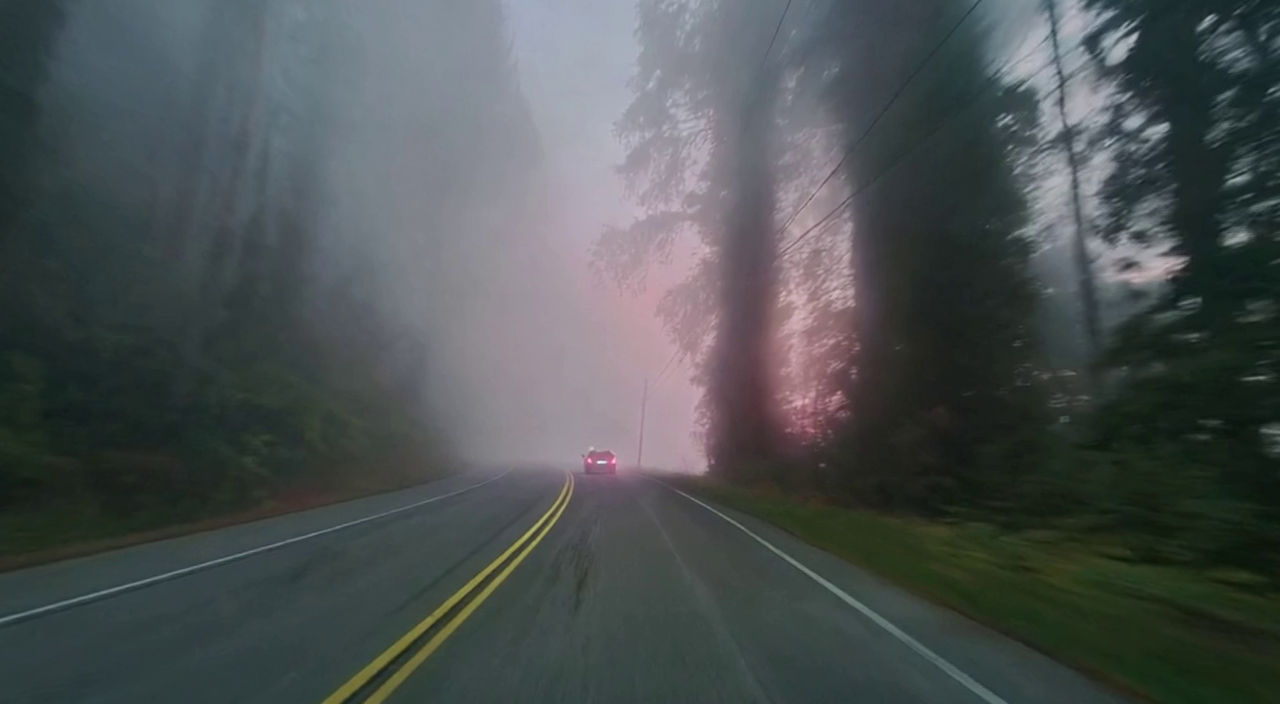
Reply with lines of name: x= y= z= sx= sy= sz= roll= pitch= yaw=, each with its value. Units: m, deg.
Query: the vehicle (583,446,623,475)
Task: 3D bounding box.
vehicle: x=-2.225 y=6.319 z=37.141 sx=2.059 sy=1.524 sz=3.963 roll=3 pitch=-9 yaw=-6
